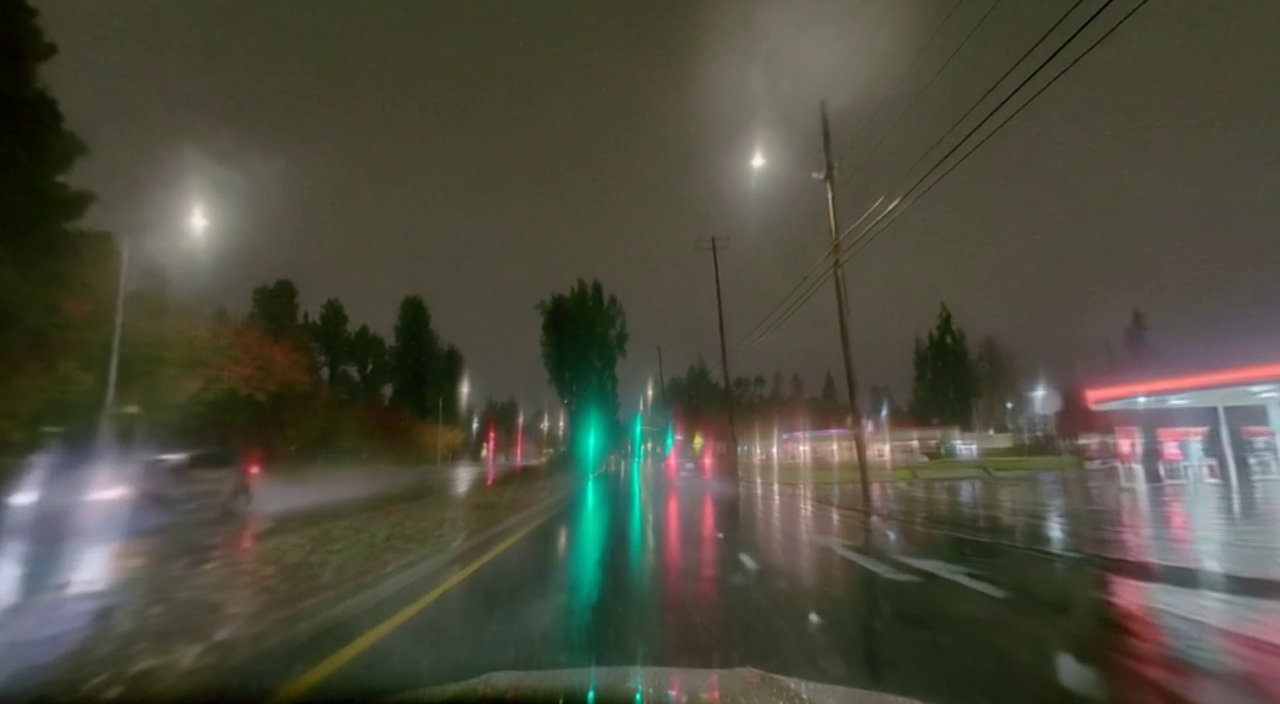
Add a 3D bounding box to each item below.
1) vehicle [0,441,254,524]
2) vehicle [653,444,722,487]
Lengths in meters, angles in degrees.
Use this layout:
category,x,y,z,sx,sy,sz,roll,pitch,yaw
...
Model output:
category,x,y,z,sx,sy,sz,roll,pitch,yaw
vehicle,-10.758,2.704,13.742,1.893,1.480,4.482,0,-9,0
vehicle,1.686,4.221,23.879,2.061,1.475,4.296,0,-9,-3
